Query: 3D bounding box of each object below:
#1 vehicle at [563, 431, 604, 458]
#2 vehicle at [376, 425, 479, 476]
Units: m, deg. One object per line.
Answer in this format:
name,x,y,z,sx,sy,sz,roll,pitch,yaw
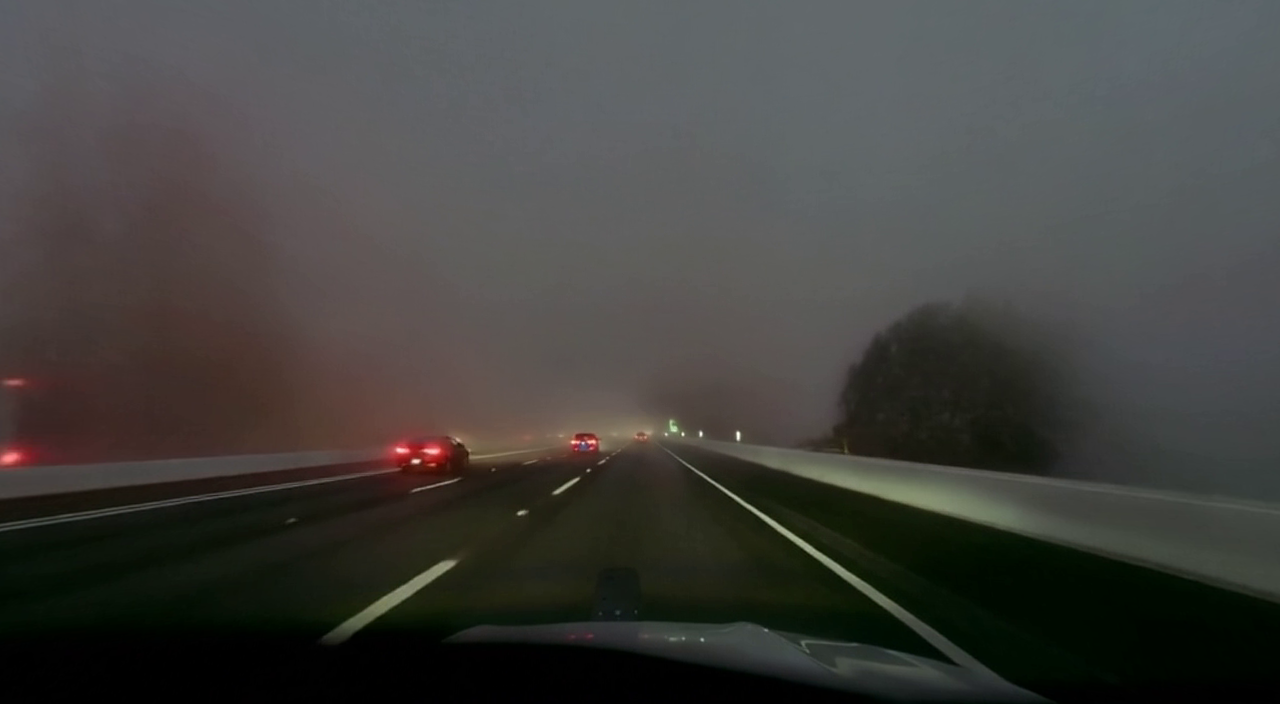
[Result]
vehicle,-3.423,5.687,38.995,2.064,1.571,4.225,0,-8,1
vehicle,-7.425,3.491,22.524,2.113,1.632,4.409,0,-8,1
